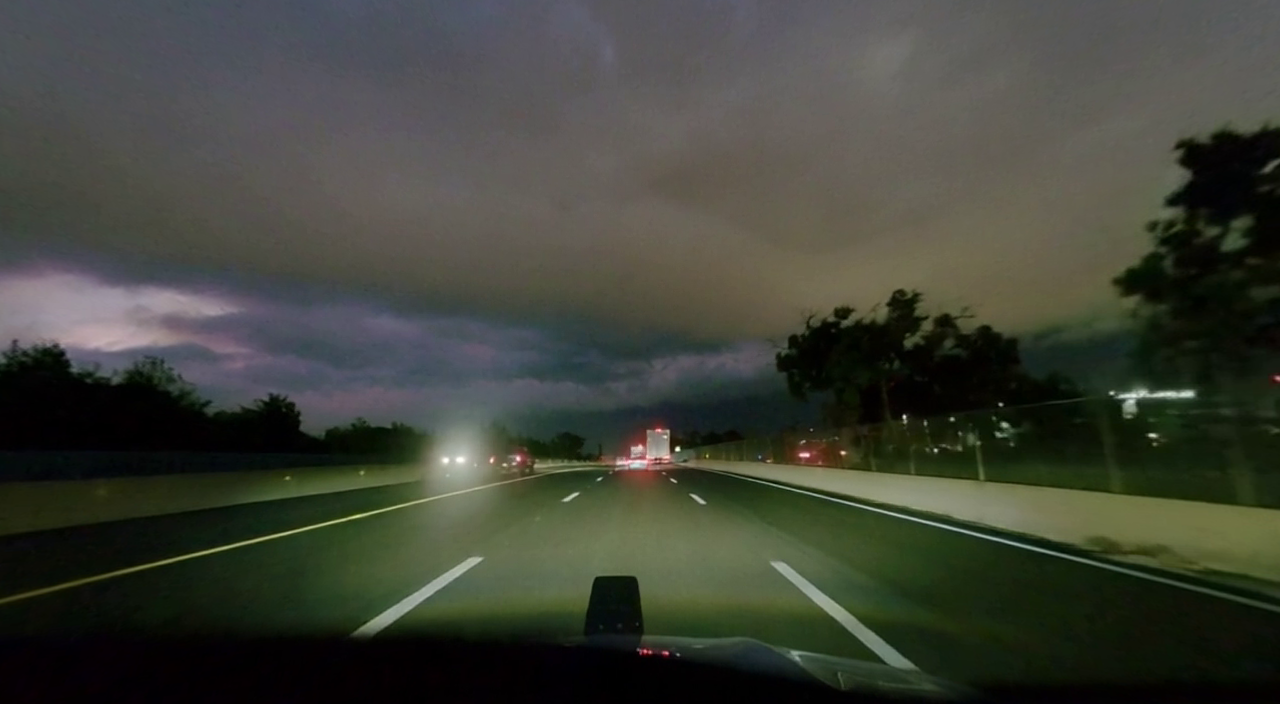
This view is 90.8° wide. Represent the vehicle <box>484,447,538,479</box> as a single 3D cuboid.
[{"bbox_3d":[-7.362,6.363,36.419,2.123,1.671,4.579,-1,-9,1],"label":"vehicle"}]

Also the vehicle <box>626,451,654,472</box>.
[{"bbox_3d":[-0.011,8.511,49.219,2.033,1.465,3.775,0,-9,-1],"label":"vehicle"}]
